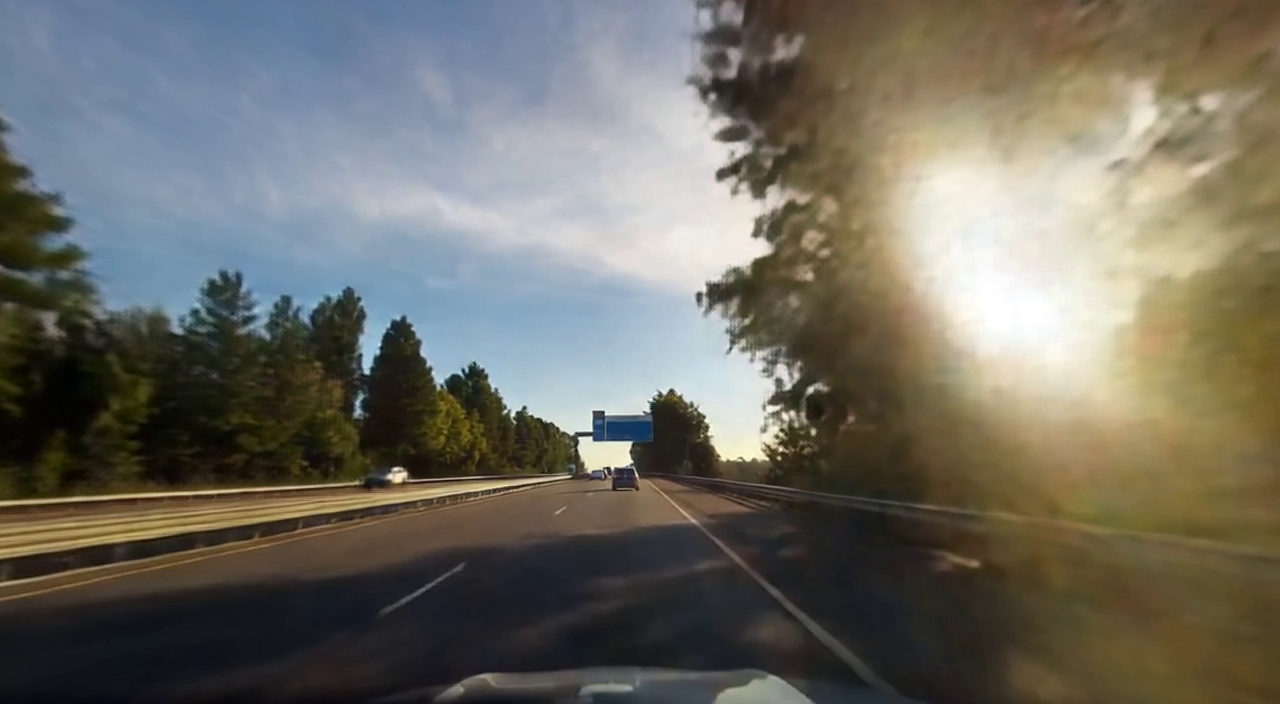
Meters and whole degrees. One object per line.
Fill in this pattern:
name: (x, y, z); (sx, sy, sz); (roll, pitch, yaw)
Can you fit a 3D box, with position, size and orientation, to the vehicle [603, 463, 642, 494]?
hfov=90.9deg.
vehicle: (-1.000, 7.452, 37.387); (2.107, 1.668, 4.554); (1, -11, 0)
